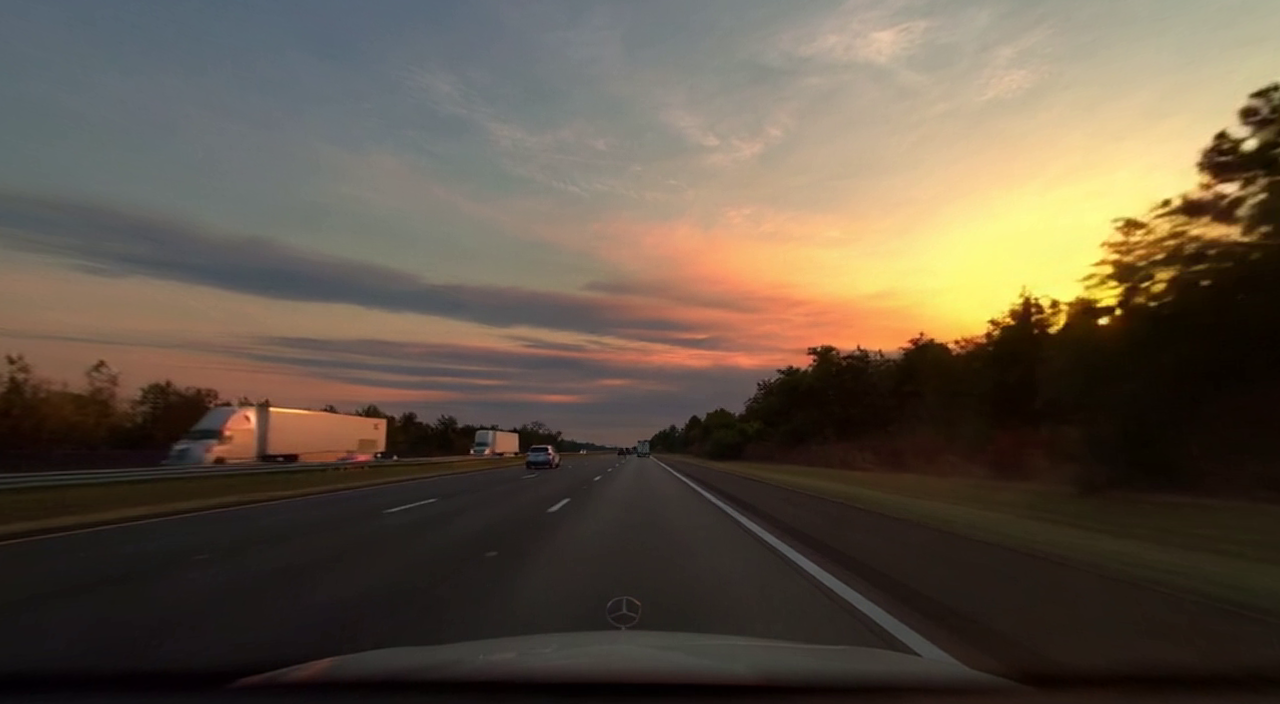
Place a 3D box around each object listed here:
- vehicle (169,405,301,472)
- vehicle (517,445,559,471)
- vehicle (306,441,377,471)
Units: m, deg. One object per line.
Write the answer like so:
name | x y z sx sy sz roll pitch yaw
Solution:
vehicle | -23.127 5.050 36.600 2.983 3.489 6.928 0 -9 -1
vehicle | -6.913 7.262 43.229 2.115 1.664 4.259 0 -9 1
vehicle | -16.041 5.610 34.178 1.832 1.473 3.996 0 -9 1
